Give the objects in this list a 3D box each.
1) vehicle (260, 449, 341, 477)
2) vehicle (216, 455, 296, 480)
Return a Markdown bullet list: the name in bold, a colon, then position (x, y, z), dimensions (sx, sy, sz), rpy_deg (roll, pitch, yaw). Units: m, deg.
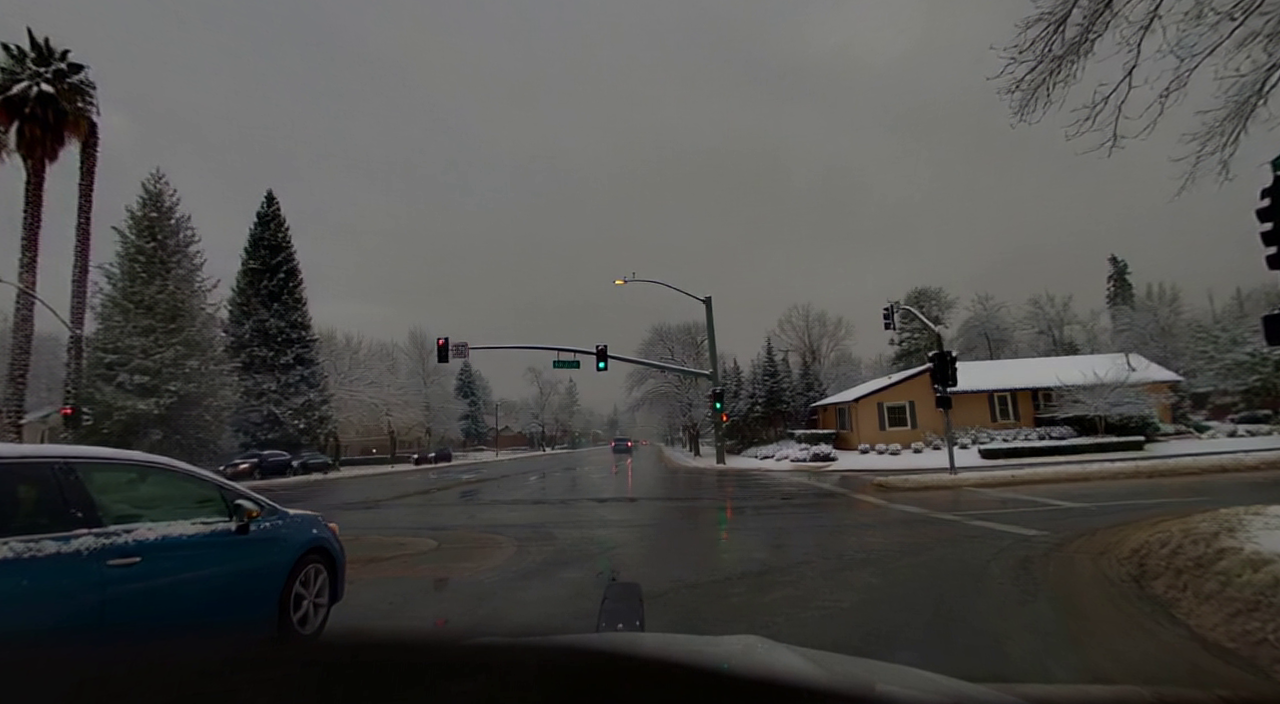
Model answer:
- **vehicle**: position (-20.024, 6.523, 37.533), dimensions (2.084, 1.528, 4.778), rpy_deg (-1, -9, 2)
- **vehicle**: position (-24.068, 7.228, 39.828), dimensions (2.019, 1.427, 4.630), rpy_deg (0, -9, 1)
